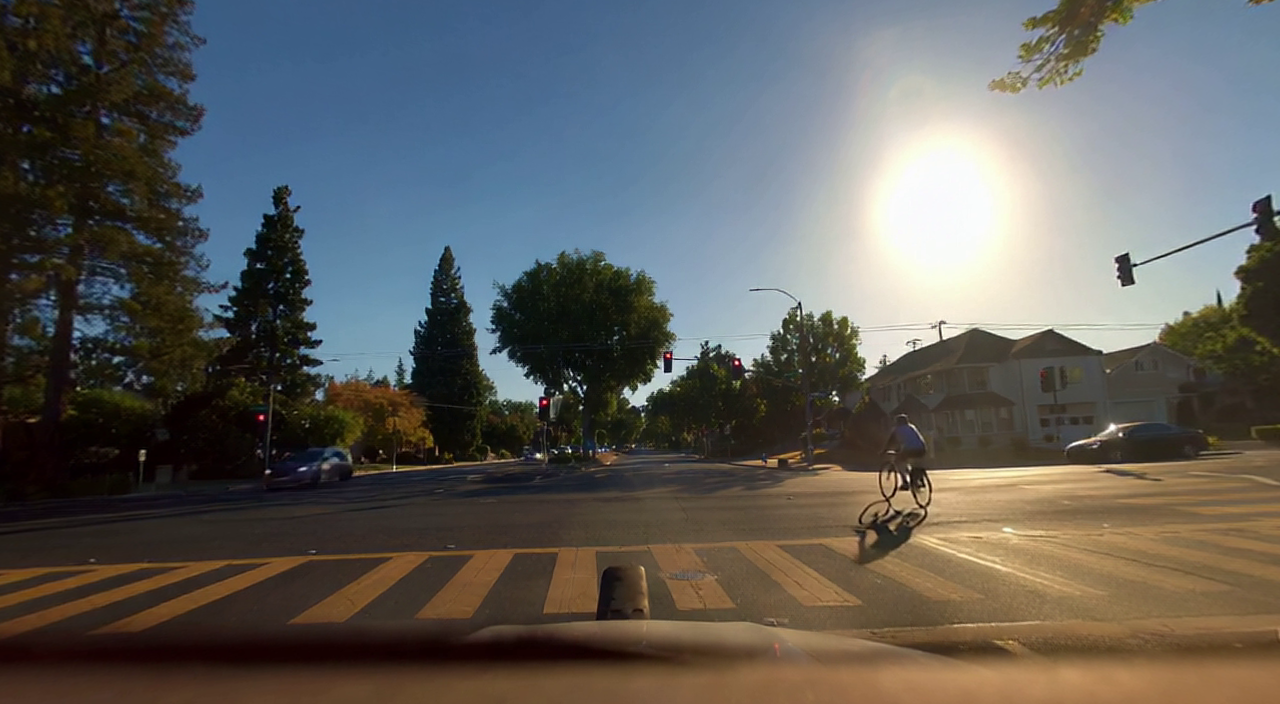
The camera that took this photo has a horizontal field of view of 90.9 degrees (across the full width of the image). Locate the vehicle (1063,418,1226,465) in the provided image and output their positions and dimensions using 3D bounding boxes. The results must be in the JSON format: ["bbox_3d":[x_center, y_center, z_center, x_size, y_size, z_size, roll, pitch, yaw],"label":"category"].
[{"bbox_3d":[17.306,3.100,21.773,3.969,1.493,1.823,0,-9,1],"label":"vehicle"}]

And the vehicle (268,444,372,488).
[{"bbox_3d":[-14.089,5.017,28.108,2.148,1.753,4.558,0,-9,1],"label":"vehicle"}]
